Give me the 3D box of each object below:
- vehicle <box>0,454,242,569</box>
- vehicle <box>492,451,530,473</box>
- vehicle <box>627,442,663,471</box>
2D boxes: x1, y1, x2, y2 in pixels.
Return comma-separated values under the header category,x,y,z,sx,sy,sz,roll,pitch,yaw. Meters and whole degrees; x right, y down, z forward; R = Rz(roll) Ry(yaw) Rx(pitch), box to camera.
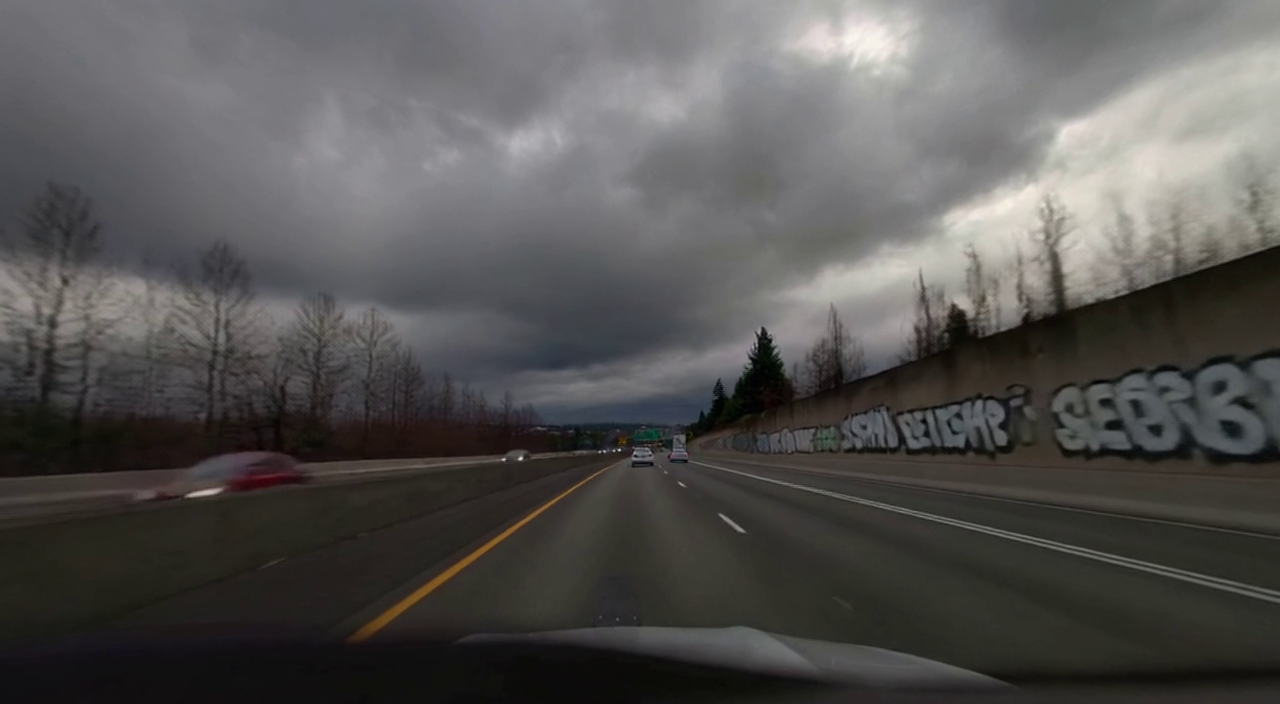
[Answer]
category,x,y,z,sx,sy,sz,roll,pitch,yaw
vehicle,-9.110,2.512,10.652,1.895,1.498,4.329,0,-9,-1
vehicle,-9.563,8.144,46.751,1.904,1.499,4.352,-1,-9,0
vehicle,0.263,6.508,39.042,2.095,1.671,4.219,0,-9,-1
